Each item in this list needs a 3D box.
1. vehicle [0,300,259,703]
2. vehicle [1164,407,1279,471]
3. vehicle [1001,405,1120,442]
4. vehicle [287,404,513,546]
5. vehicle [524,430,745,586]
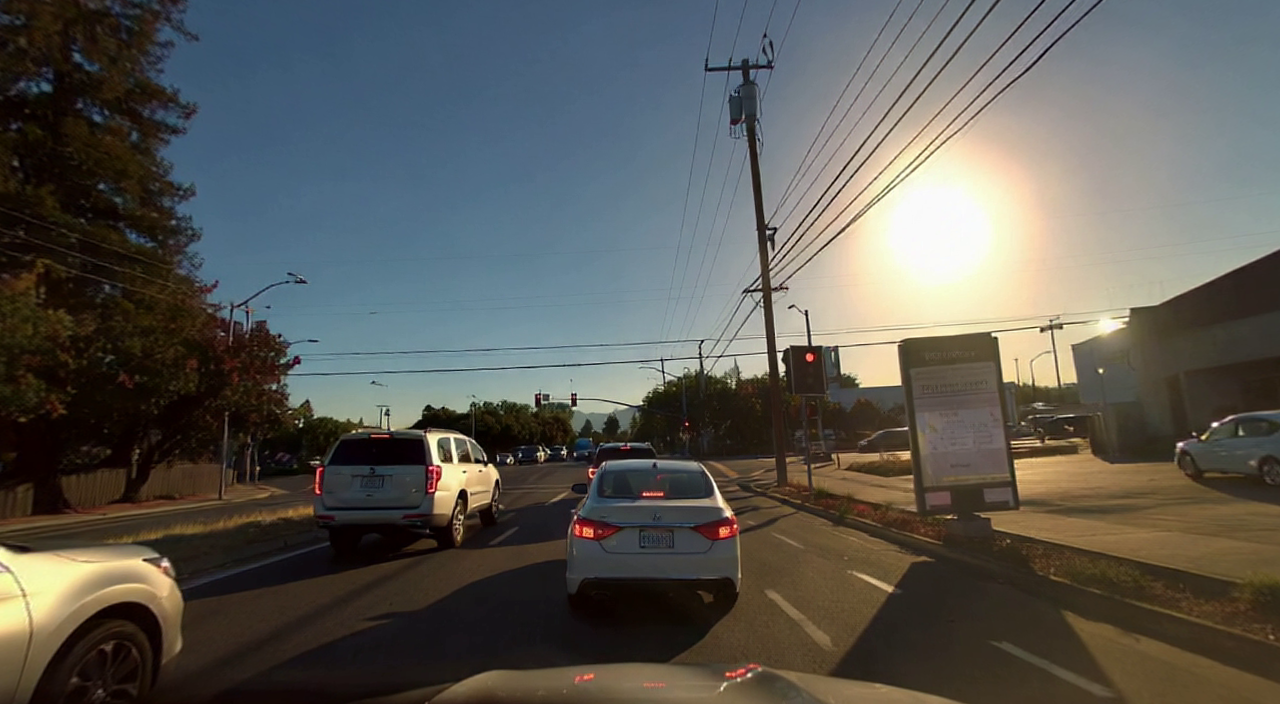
[{"bbox_3d":[-3.589,0.635,1.527,2.085,1.943,5.053,0,-8,1],"label":"vehicle"},{"bbox_3d":[17.006,2.547,18.278,1.858,1.622,4.491,-5,-10,28],"label":"vehicle"},{"bbox_3d":[26.840,4.634,40.511,5.782,2.286,2.223,-1,-9,4],"label":"vehicle"},{"bbox_3d":[-3.853,2.086,11.370,2.147,1.963,4.927,0,-8,-1],"label":"vehicle"},{"bbox_3d":[-0.100,1.801,8.139,2.121,1.474,3.968,0,-8,-1],"label":"vehicle"}]
